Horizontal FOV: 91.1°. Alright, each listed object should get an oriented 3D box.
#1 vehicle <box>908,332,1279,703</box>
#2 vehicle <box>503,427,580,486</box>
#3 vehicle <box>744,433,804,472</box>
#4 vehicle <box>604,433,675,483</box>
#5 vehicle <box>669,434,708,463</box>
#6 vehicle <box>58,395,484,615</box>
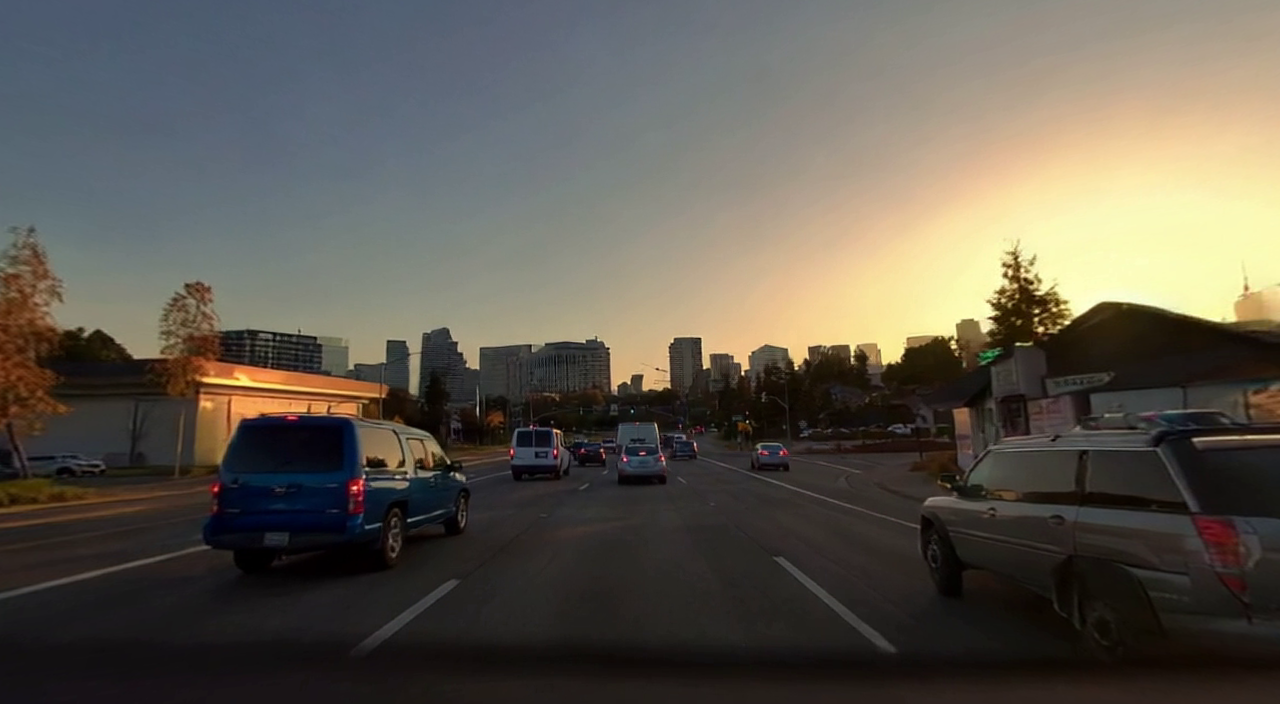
[{"bbox_3d":[3.599,0.988,3.597,2.055,1.786,4.817,0,-8,1],"label":"vehicle"},{"bbox_3d":[-3.547,3.876,23.606,2.025,1.936,4.995,0,-8,1],"label":"vehicle"},{"bbox_3d":[6.284,4.749,29.970,2.119,1.696,4.623,0,-8,3],"label":"vehicle"},{"bbox_3d":[-0.002,4.068,24.396,2.426,1.703,5.602,0,-8,0],"label":"vehicle"},{"bbox_3d":[3.209,6.519,42.553,2.193,1.795,5.130,0,-8,-1],"label":"vehicle"},{"bbox_3d":[-3.599,1.601,7.668,2.002,1.747,5.173,0,-8,1],"label":"vehicle"}]
